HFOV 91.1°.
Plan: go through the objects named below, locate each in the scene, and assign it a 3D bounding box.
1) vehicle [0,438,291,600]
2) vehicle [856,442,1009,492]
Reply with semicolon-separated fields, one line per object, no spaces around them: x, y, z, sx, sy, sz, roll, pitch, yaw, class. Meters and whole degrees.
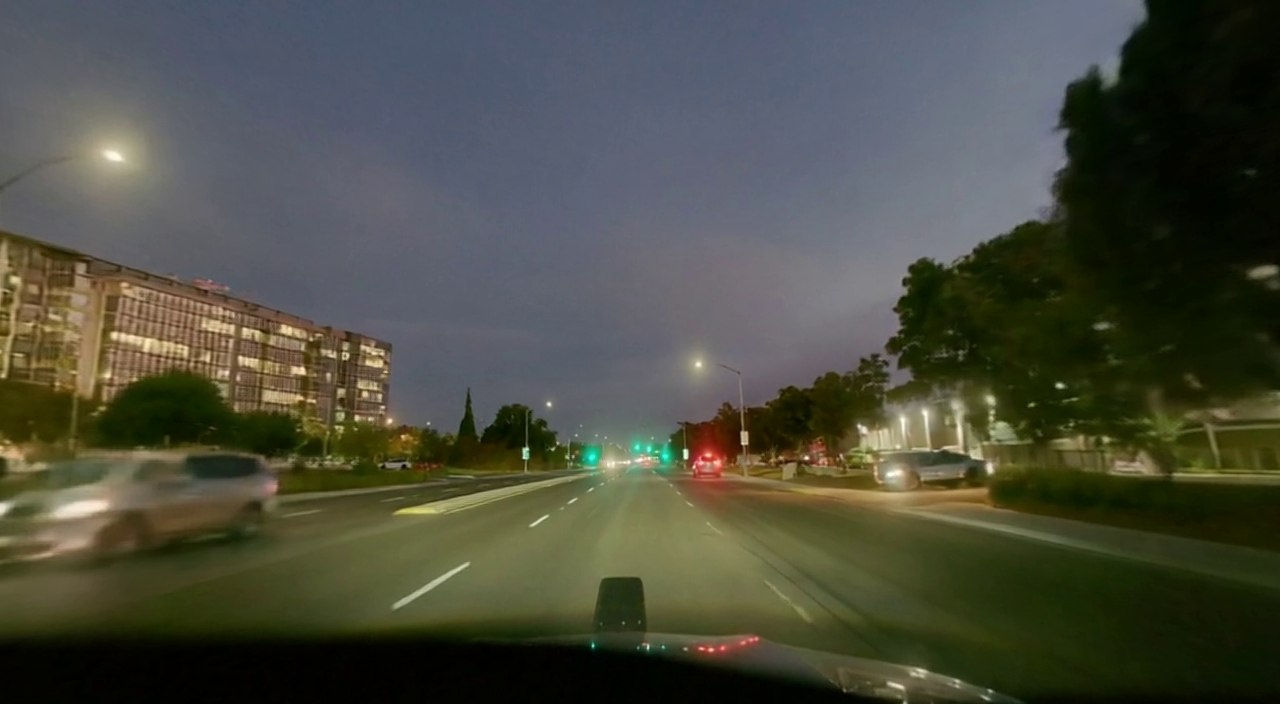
-7.476;2.120;9.015;2.220;1.681;4.633;0;-8;1;vehicle
11.270;4.444;24.518;4.903;1.831;2.098;0;-9;2;vehicle
